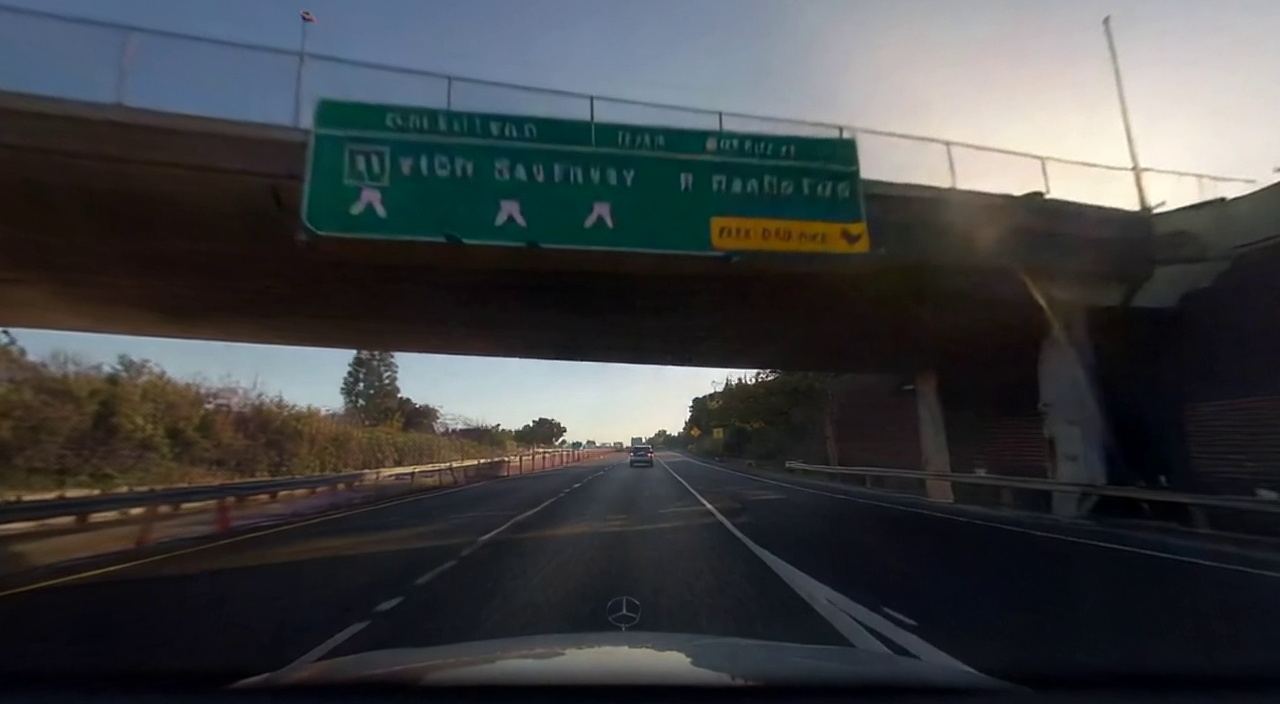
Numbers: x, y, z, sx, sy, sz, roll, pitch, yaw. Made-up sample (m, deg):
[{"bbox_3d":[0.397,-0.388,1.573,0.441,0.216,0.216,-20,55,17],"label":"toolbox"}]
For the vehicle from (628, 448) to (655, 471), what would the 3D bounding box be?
[{"bbox_3d":[0.129,7.053,41.480,1.695,1.437,3.506,0,-9,1],"label":"vehicle"}]
